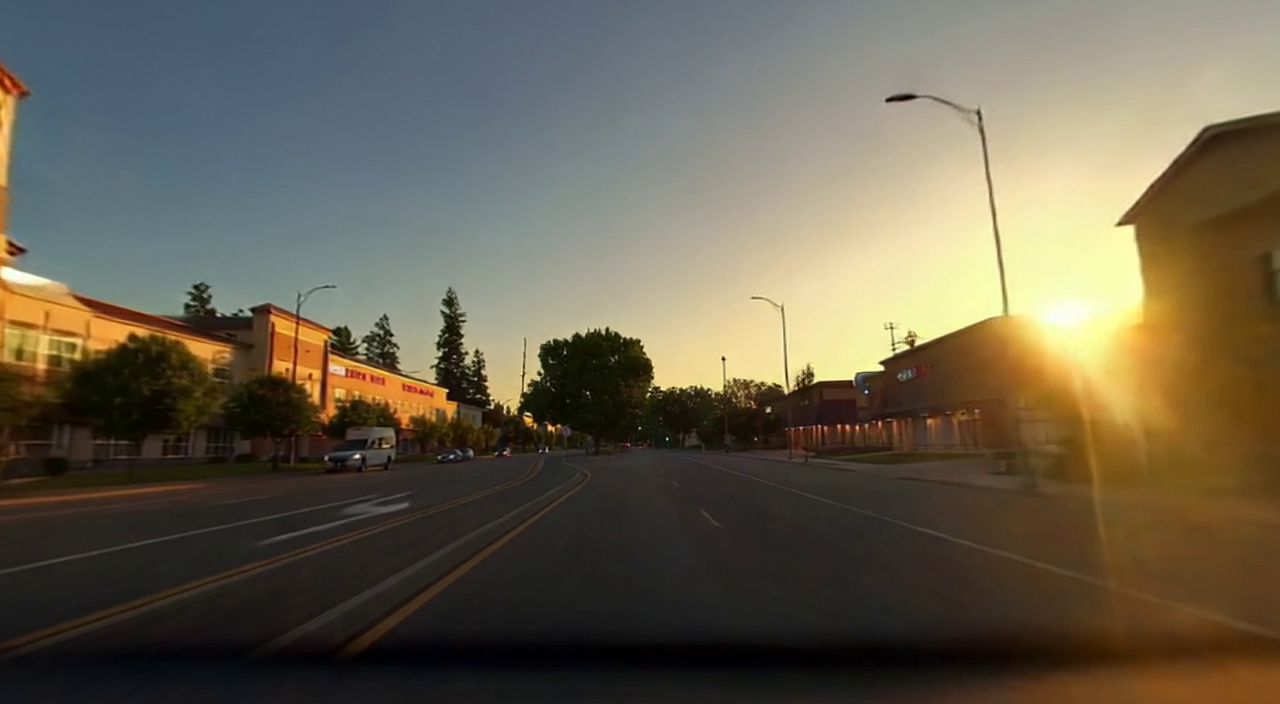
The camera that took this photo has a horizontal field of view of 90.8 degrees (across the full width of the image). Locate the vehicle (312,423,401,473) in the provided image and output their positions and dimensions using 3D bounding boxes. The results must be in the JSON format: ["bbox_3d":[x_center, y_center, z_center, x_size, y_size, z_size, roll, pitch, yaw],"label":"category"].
[{"bbox_3d":[-19.477,6.663,43.938,2.834,3.225,6.752,0,-9,1],"label":"vehicle"}]
